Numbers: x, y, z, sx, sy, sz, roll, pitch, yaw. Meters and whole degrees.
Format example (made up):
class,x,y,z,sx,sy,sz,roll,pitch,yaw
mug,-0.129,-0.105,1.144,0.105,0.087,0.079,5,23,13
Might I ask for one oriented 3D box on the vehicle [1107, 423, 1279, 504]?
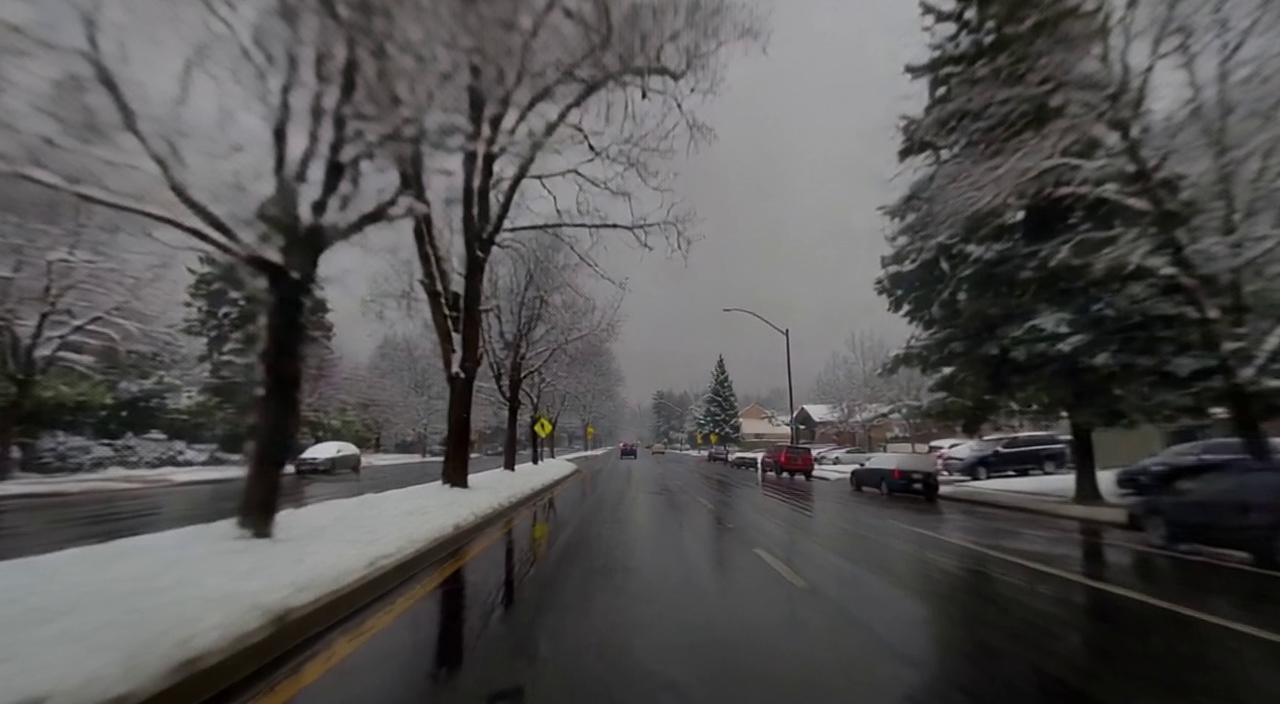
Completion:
class,x,y,z,sx,sy,sz,roll,pitch,yaw
vehicle,17.182,3.329,19.228,4.060,1.792,2.143,-7,-7,-4

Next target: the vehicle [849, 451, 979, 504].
class,x,y,z,sx,sy,sz,roll,pitch,yaw
vehicle,9.032,4.140,21.404,2.009,1.493,4.983,0,-8,-2

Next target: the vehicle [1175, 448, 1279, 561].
class,x,y,z,sx,sy,sz,roll,pitch,yaw
vehicle,9.579,2.013,7.597,2.034,1.499,5.008,6,-9,1

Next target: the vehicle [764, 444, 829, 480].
class,x,y,z,sx,sy,sz,roll,pitch,yaw
vehicle,8.458,5.965,34.713,2.100,1.821,4.991,0,-8,-2

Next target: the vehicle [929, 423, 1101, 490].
class,x,y,z,sx,sy,sz,roll,pitch,yaw
vehicle,15.998,4.429,27.188,5.911,2.054,2.167,-6,-6,-2

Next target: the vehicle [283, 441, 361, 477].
class,x,y,z,sx,sy,sz,roll,pitch,yaw
vehicle,-18.165,6.085,36.417,2.016,1.755,5.389,-3,-8,-4
